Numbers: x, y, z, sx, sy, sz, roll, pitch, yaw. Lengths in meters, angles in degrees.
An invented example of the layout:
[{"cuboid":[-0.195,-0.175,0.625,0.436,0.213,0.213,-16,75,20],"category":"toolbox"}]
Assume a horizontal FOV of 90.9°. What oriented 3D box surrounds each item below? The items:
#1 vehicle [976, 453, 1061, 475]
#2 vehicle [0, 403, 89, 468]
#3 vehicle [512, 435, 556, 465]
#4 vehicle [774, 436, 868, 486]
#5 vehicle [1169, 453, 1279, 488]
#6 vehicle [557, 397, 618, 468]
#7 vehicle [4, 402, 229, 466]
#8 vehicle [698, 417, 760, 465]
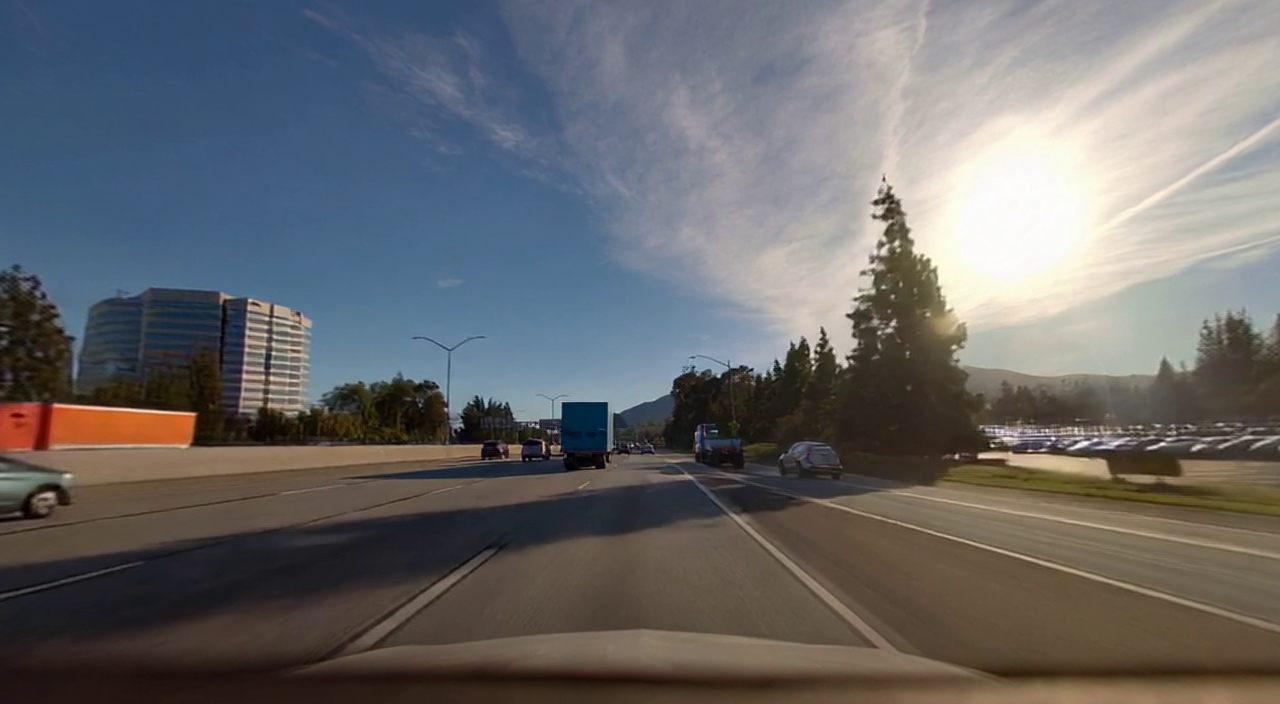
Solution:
[{"cuboid":[26.857,7.953,44.817,4.749,1.482,2.061,0,-8,-4],"category":"vehicle"},{"cuboid":[-36.644,4.896,36.668,2.996,3.563,6.592,0,-8,1],"category":"vehicle"},{"cuboid":[-6.914,6.440,41.500,2.058,1.840,4.443,0,-8,1],"category":"vehicle"},{"cuboid":[6.740,4.094,24.023,2.083,1.706,4.129,0,-8,-4],"category":"vehicle"},{"cuboid":[27.261,5.393,28.877,4.388,1.500,1.913,0,-8,-4],"category":"vehicle"},{"cuboid":[-3.238,5.538,42.759,2.905,4.037,12.921,0,-8,1],"category":"vehicle"},{"cuboid":[-36.567,6.046,45.749,2.850,3.832,15.624,0,-8,1],"category":"vehicle"},{"cuboid":[6.453,6.722,47.499,2.960,3.202,9.112,0,-8,-2],"category":"vehicle"}]
